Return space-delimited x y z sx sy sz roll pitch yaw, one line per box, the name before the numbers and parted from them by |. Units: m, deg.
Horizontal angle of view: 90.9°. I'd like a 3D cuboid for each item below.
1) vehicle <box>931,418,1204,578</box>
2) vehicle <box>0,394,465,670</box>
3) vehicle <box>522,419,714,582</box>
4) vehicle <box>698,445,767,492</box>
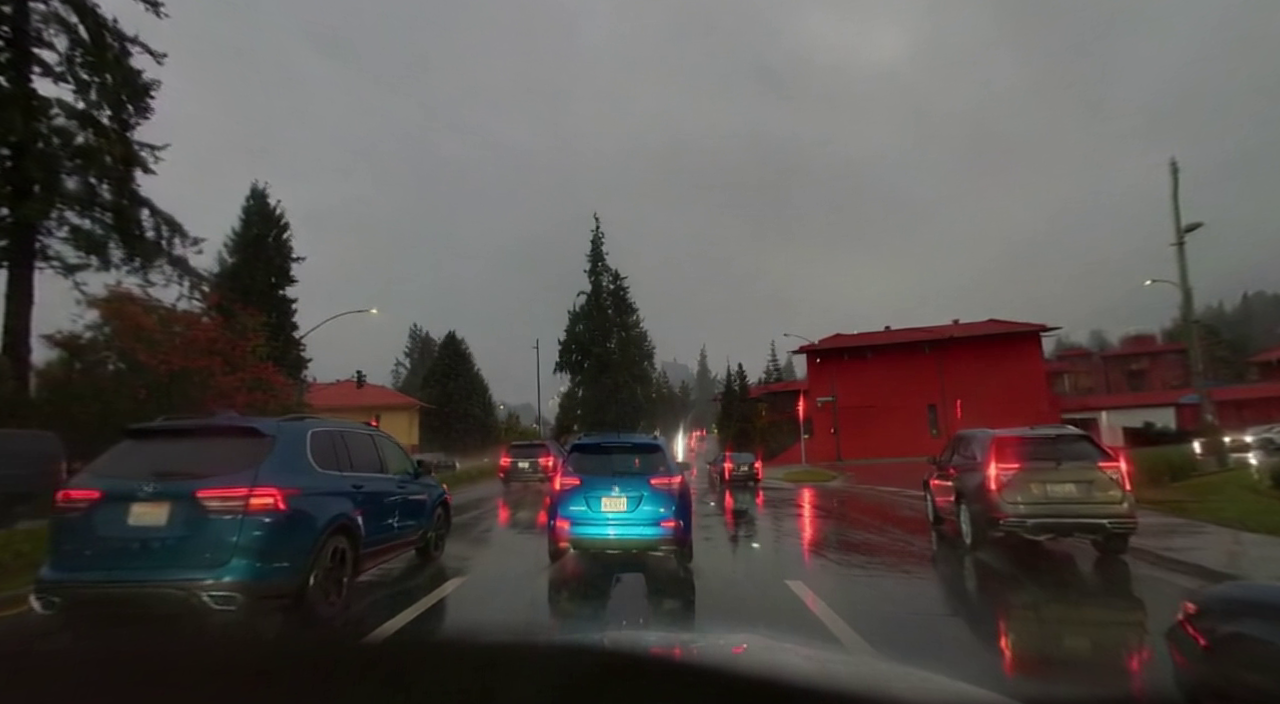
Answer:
vehicle | 5.850 1.973 9.441 2.014 1.740 4.515 -2 -9 17
vehicle | -3.467 1.476 6.331 2.047 1.741 4.470 0 -8 1
vehicle | -0.174 1.872 8.774 2.022 1.700 4.084 0 -8 2
vehicle | 3.301 4.247 23.327 1.847 1.554 3.885 0 -8 -2
